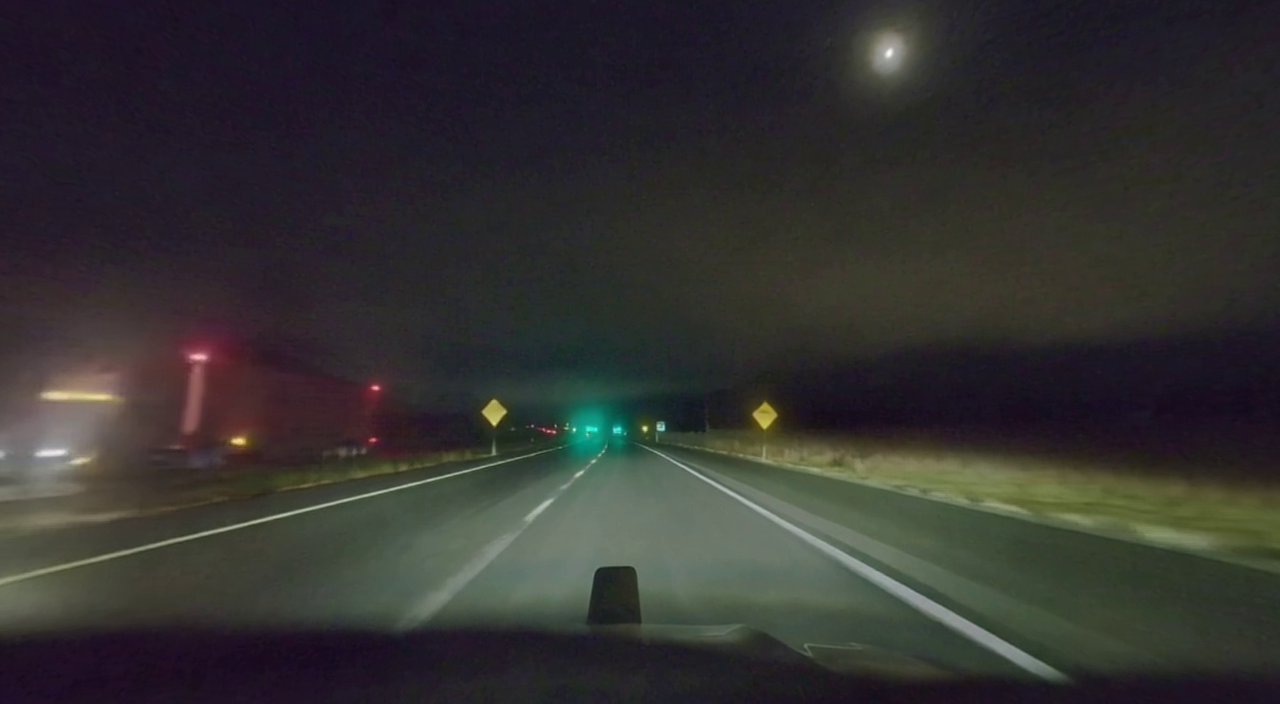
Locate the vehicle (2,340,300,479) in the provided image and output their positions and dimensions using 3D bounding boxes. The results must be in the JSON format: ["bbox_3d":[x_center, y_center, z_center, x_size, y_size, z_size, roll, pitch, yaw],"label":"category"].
[{"bbox_3d":[-16.854,2.321,23.363,3.034,4.039,10.195,0,-8,-2],"label":"vehicle"}]
